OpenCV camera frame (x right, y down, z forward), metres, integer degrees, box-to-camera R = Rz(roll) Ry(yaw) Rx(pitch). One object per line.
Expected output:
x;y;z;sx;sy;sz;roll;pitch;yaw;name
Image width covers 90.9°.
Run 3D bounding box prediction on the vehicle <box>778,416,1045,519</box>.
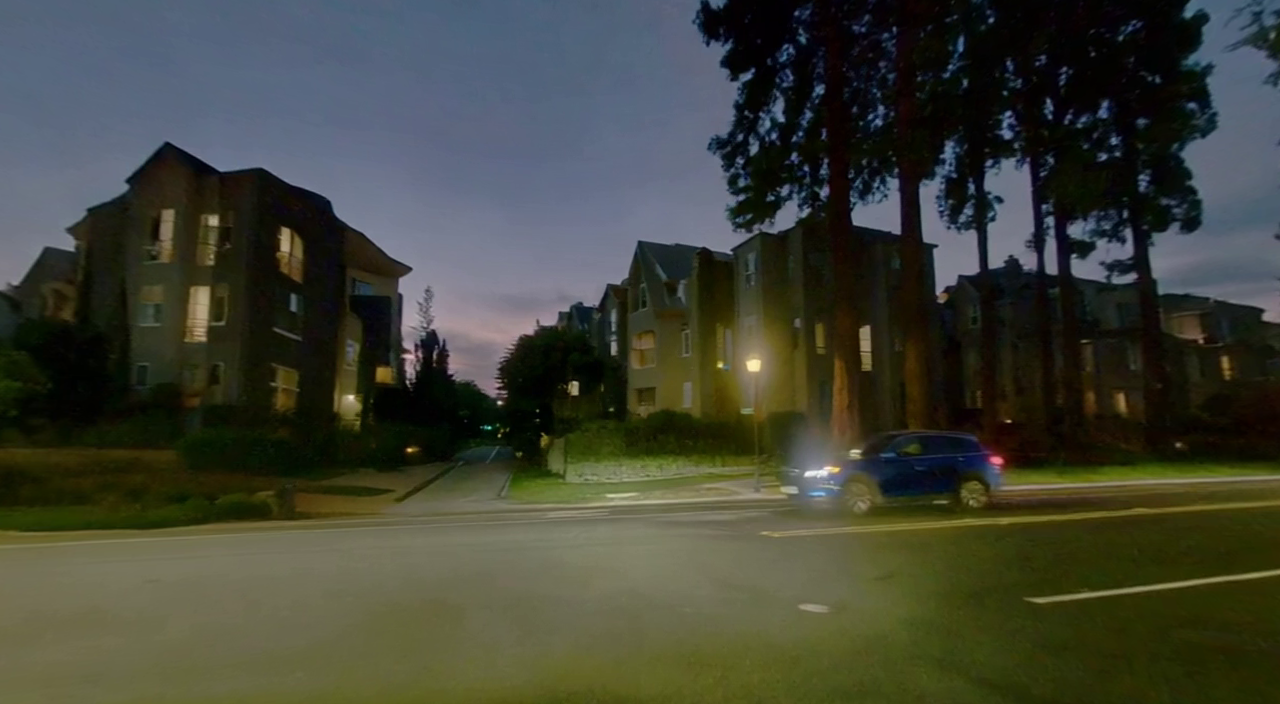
5.213;2.184;12.290;4.462;1.706;2.046;3;-9;-18;vehicle
